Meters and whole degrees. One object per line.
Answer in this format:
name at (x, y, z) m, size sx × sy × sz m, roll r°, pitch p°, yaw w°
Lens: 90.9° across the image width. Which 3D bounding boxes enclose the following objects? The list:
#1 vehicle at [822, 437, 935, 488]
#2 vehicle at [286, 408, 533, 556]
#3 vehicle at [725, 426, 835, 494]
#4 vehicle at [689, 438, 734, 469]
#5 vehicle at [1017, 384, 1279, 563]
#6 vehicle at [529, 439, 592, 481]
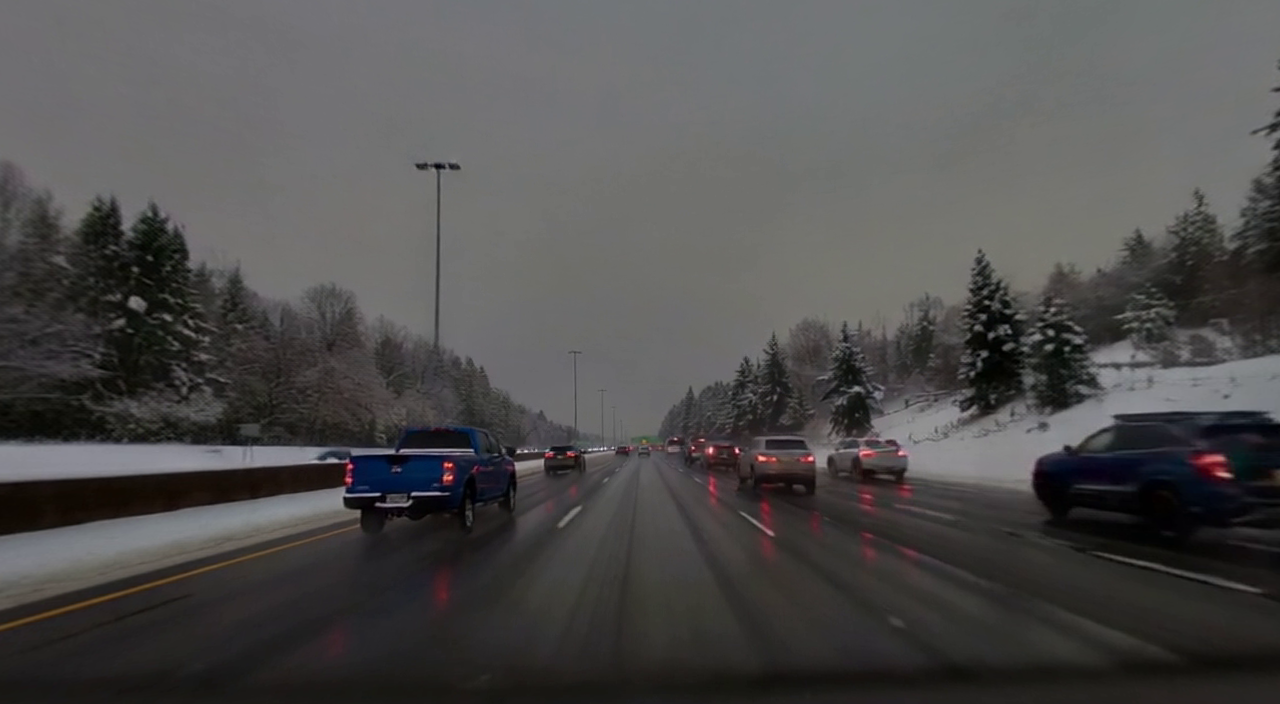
vehicle at (7.632, 3.564, 20.736) m, size 1.904 × 1.473 × 4.598 m, roll 0°, pitch -8°, yaw 0°
vehicle at (-3.204, 1.927, 10.087) m, size 2.139 × 1.764 × 4.707 m, roll -1°, pitch -8°, yaw 0°
vehicle at (4.032, 3.201, 19.107) m, size 2.144 × 1.752 × 4.765 m, roll 0°, pitch -8°, yaw -1°
vehicle at (4.135, 5.971, 37.319) m, size 2.023 × 1.670 × 4.869 m, roll 0°, pitch -8°, yaw -1°
vehicle at (7.797, 1.595, 8.882) m, size 2.067 × 1.869 × 4.657 m, roll -1°, pitch -8°, yaw 0°
vehicle at (-3.297, 4.565, 27.073) m, size 1.974 × 1.589 × 5.047 m, roll -1°, pitch -8°, yaw 1°
